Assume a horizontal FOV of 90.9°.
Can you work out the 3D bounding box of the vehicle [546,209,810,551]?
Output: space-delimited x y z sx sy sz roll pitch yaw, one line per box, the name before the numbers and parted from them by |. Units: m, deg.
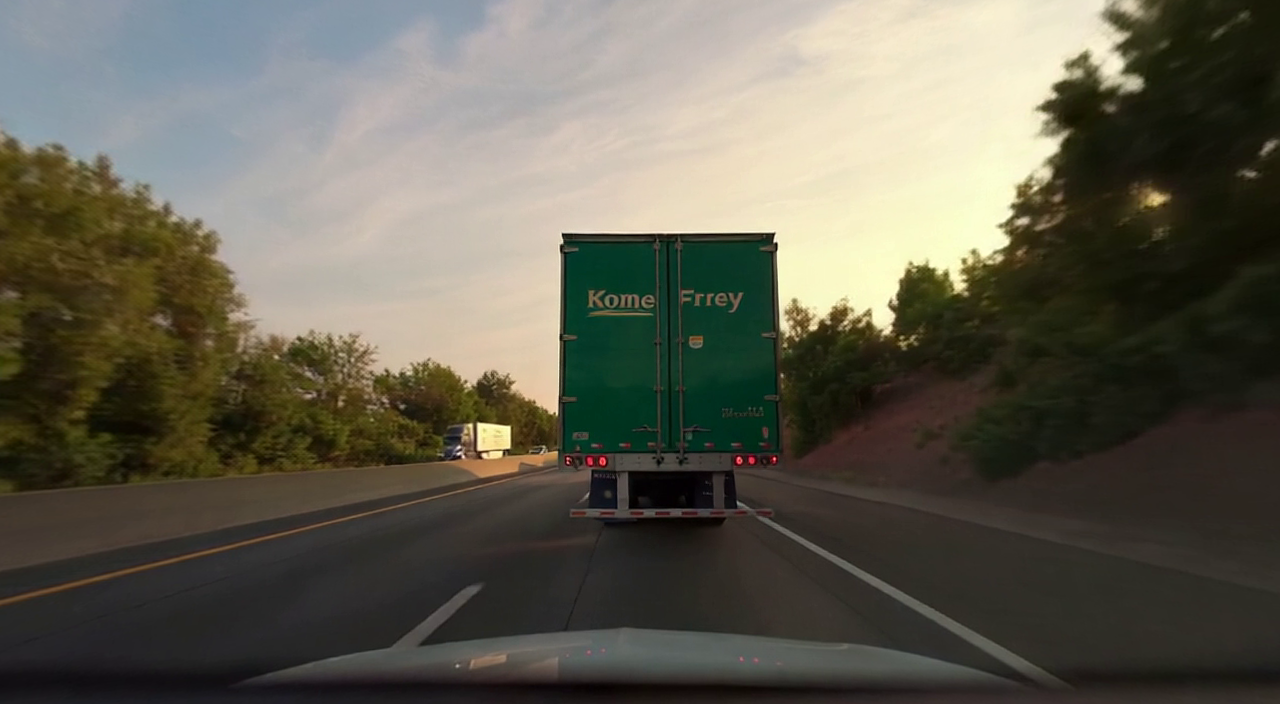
vehicle | 0.472 1.386 15.149 3.230 4.377 14.405 0 -9 0
